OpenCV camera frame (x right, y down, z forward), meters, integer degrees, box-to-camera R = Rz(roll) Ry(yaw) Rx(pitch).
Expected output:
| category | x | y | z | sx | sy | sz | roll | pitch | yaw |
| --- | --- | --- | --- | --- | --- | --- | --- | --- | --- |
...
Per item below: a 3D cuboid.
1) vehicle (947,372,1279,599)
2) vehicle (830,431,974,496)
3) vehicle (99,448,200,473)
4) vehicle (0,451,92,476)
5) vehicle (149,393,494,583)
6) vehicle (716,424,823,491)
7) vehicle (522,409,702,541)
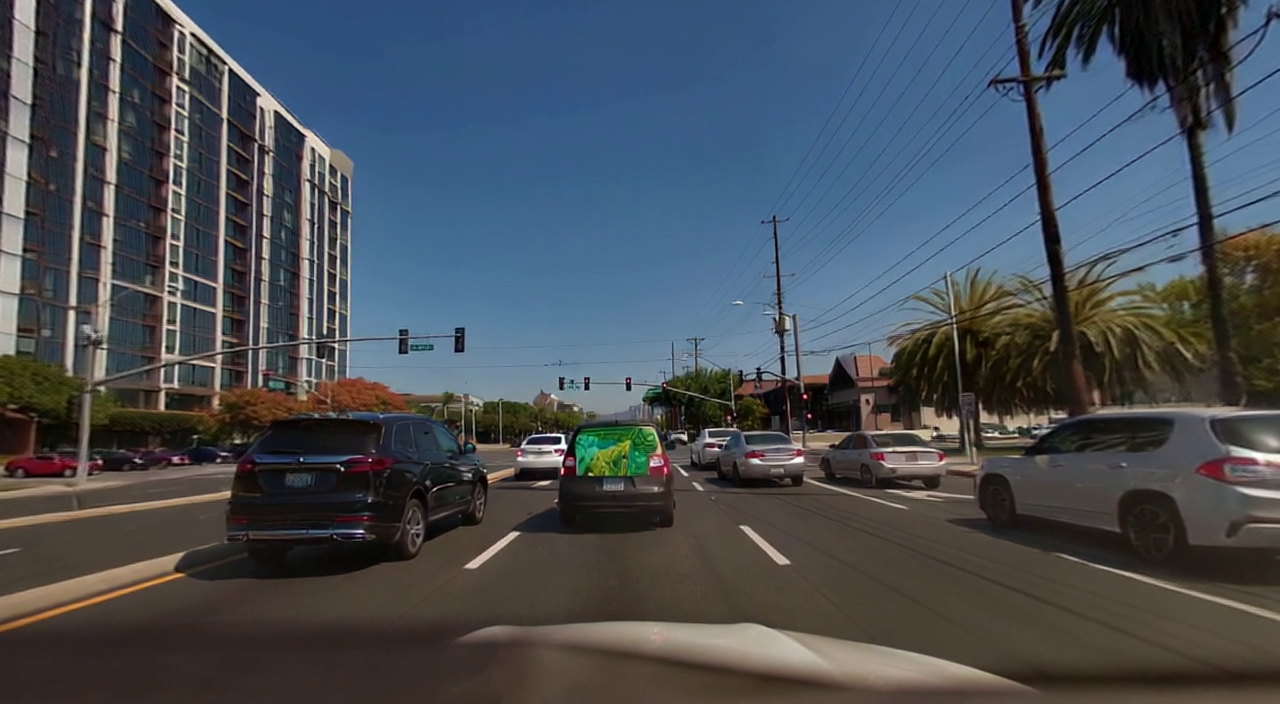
| category | x | y | z | sx | sy | sz | roll | pitch | yaw |
| --- | --- | --- | --- | --- | --- | --- | --- | --- | --- |
| vehicle | 6.459 | 1.555 | 8.276 | 2.130 | 1.979 | 5.310 | 0 | -8 | 0 |
| vehicle | 6.561 | 2.835 | 16.413 | 1.764 | 1.451 | 4.300 | 0 | -8 | -2 |
| vehicle | -35.667 | 7.892 | 46.079 | 5.422 | 1.765 | 1.937 | 1 | -8 | -8 |
| vehicle | -42.452 | 7.908 | 44.884 | 4.867 | 1.689 | 1.971 | 1 | -8 | -8 |
| vehicle | -3.524 | 1.607 | 8.244 | 2.136 | 1.779 | 4.417 | 0 | -8 | 1 |
| vehicle | 3.349 | 2.835 | 17.200 | 1.975 | 1.598 | 4.025 | 0 | -8 | -1 |
| vehicle | -0.409 | 1.893 | 10.292 | 2.302 | 1.681 | 4.217 | 0 | -8 | -2 |
